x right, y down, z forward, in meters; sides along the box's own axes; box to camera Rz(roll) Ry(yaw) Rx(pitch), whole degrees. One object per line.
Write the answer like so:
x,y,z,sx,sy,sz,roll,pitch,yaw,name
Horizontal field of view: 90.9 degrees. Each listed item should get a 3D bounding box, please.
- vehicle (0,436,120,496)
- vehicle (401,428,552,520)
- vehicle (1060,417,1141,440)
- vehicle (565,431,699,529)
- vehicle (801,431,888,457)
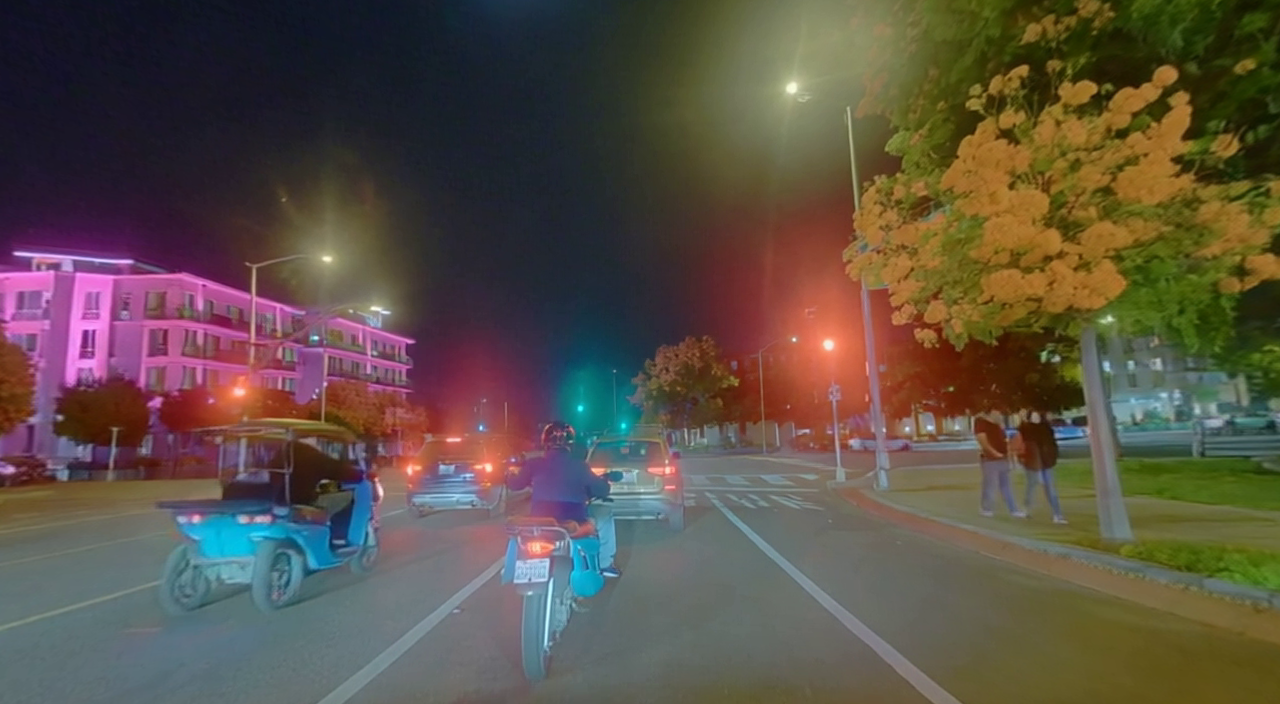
-28.946,5.539,30.367,5.890,2.393,2.346,-5,-7,1,vehicle
-3.224,2.502,13.385,1.935,1.615,4.073,-1,-9,3,vehicle
30.785,5.153,42.199,1.751,1.420,4.027,8,-12,-42,vehicle
-0.089,2.253,11.629,2.025,1.458,4.085,-1,-9,1,vehicle
12.395,5.640,38.406,1.862,1.456,4.661,8,-12,-44,vehicle
